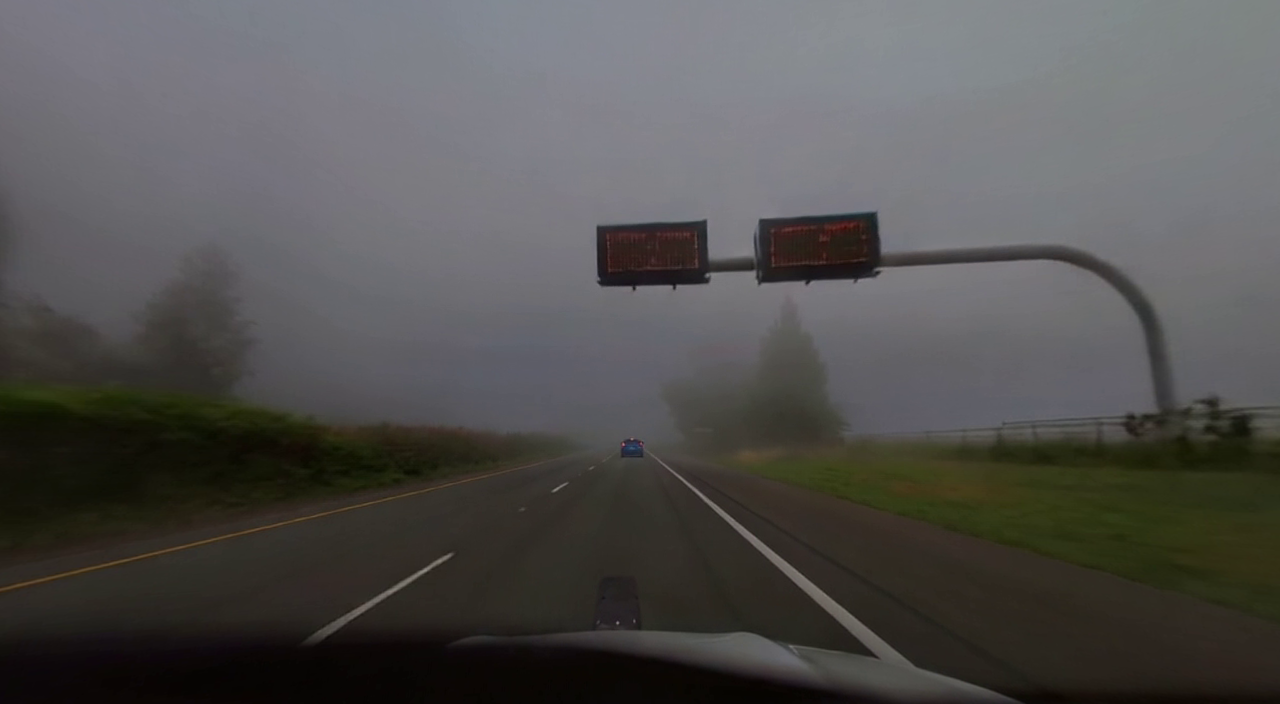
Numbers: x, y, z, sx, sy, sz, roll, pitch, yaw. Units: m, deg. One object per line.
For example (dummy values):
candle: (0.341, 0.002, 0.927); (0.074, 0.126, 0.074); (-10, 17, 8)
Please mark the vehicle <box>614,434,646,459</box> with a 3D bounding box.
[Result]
vehicle: (-0.712, 6.661, 44.538); (2.180, 1.717, 4.139); (0, -8, -1)
